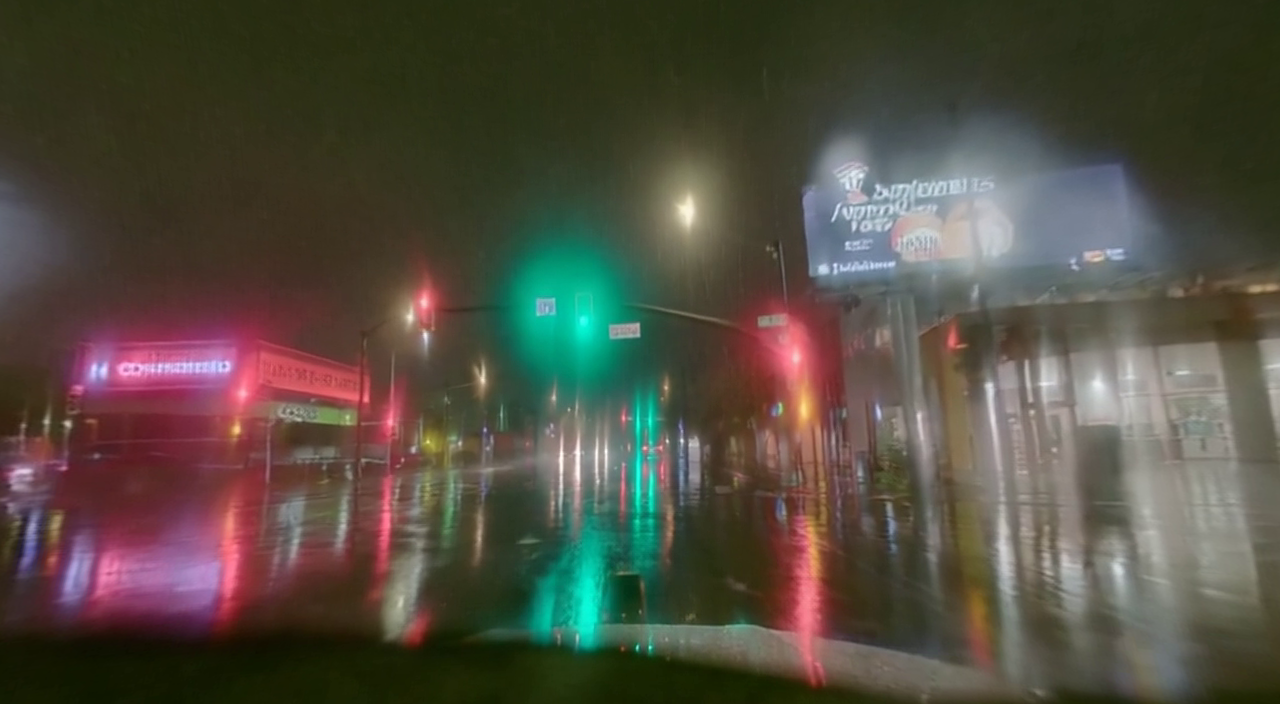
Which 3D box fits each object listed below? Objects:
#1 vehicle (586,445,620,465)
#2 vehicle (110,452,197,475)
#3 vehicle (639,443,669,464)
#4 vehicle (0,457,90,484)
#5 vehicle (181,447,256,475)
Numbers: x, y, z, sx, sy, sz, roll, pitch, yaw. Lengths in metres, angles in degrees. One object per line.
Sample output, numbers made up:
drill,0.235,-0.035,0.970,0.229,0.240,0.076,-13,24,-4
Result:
vehicle,-2.634,7.514,46.197,1.962,1.420,4.021,-1,-9,4
vehicle,-34.509,7.902,44.958,1.802,1.549,4.439,-5,-10,27
vehicle,1.053,7.722,48.105,2.168,1.545,4.047,0,-9,1
vehicle,-35.422,6.867,36.890,1.826,1.432,4.530,-5,-10,29
vehicle,-28.269,7.263,42.455,1.643,1.755,3.666,-5,-10,34
